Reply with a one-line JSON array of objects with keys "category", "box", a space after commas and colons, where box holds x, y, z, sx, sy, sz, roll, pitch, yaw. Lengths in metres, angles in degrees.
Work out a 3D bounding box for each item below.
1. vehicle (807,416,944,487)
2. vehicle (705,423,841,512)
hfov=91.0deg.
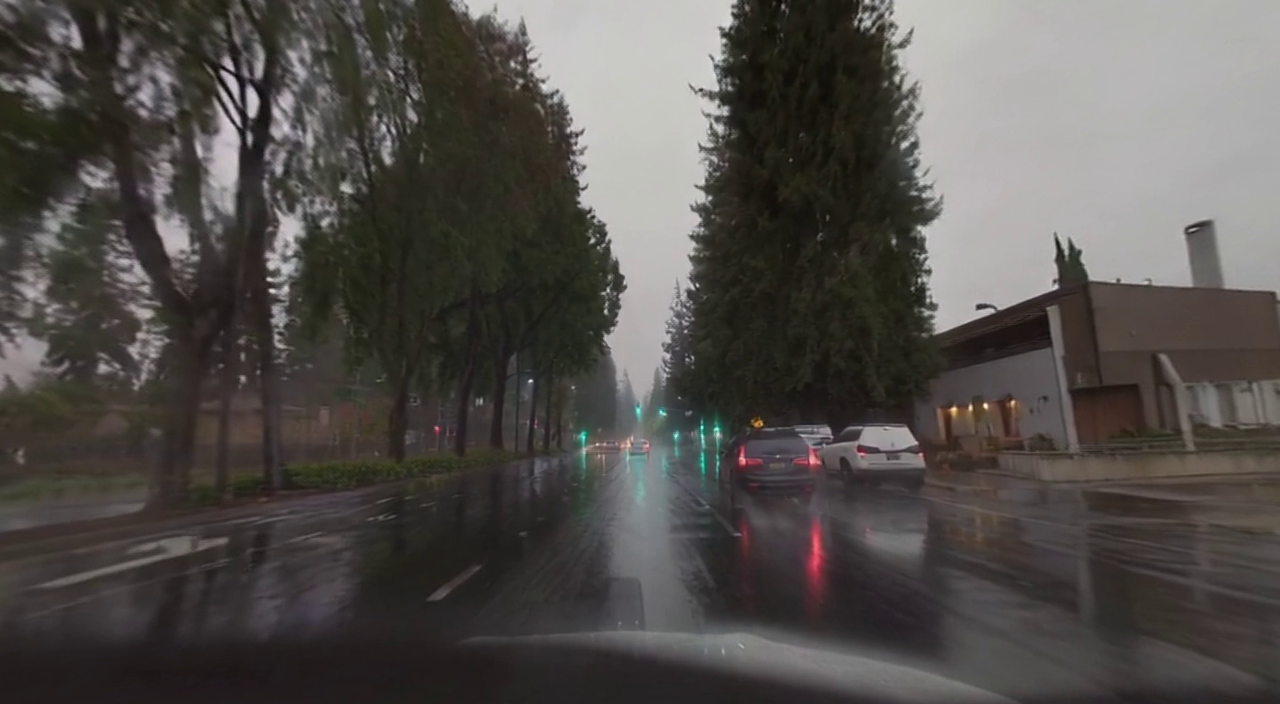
[{"category": "vehicle", "box": [7.488, 3.265, 20.904, 2.259, 1.990, 5.752, 0, -8, -1]}, {"category": "vehicle", "box": [2.725, 2.467, 13.924, 2.022, 1.656, 4.025, 0, -8, -2]}]
